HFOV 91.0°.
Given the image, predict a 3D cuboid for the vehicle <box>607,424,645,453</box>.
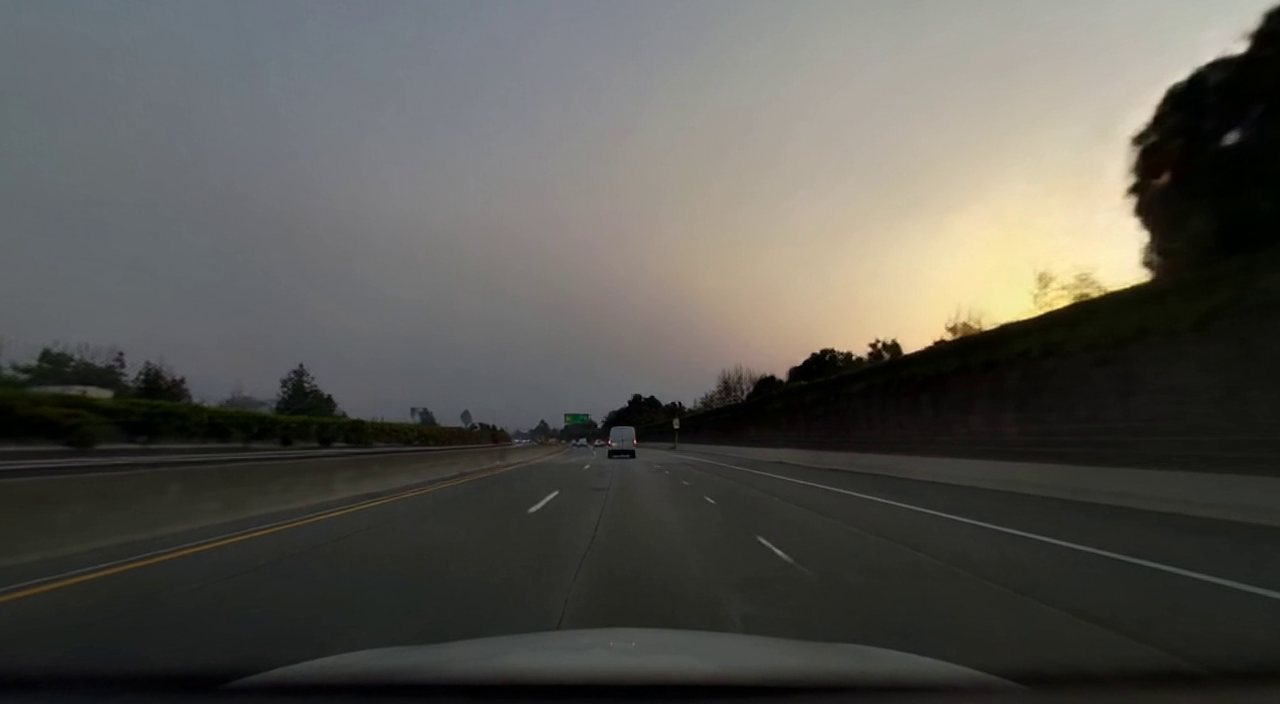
[{"bbox_3d":[-0.952,5.357,38.920,2.157,1.647,4.524,0,-8,-3],"label":"vehicle"}]
